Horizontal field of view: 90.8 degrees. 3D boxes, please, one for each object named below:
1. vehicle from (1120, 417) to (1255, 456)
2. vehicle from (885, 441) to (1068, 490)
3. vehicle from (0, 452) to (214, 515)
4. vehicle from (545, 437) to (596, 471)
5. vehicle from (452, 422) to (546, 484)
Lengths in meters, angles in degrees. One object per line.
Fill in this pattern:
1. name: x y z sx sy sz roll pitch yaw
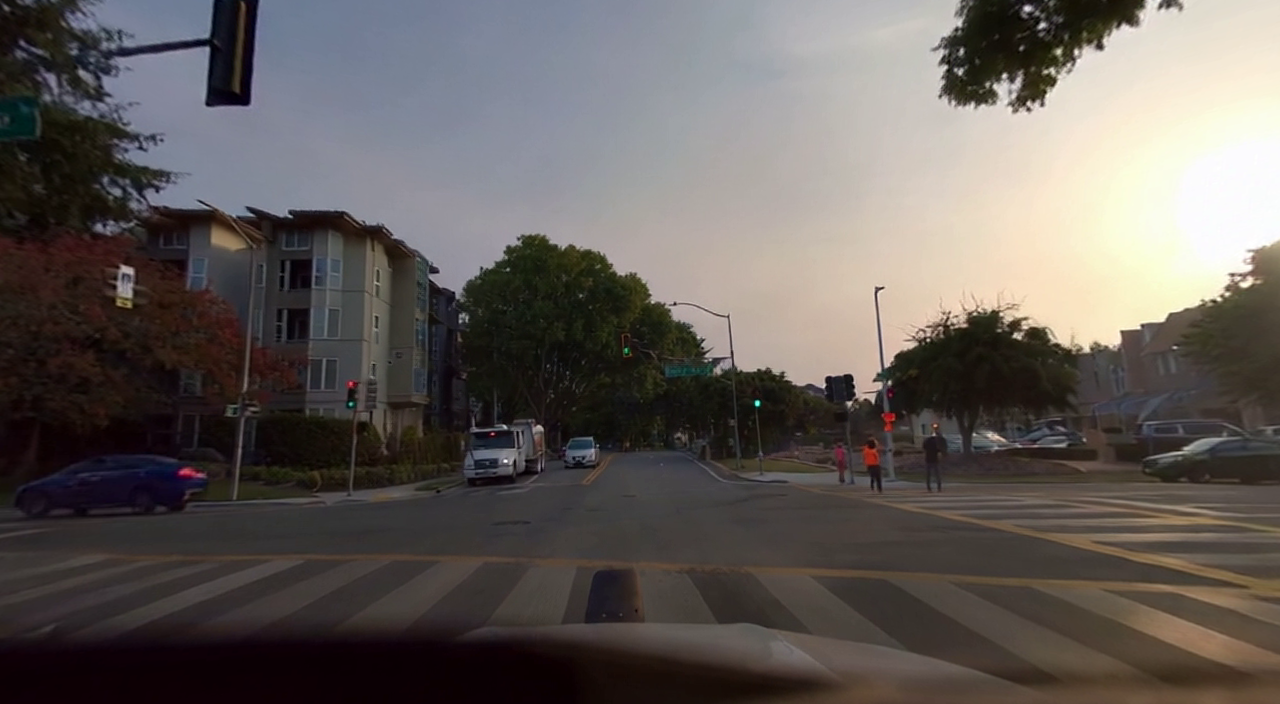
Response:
1. vehicle: 33.275 5.162 38.521 5.969 2.225 2.458 0 -9 -4
2. vehicle: 11.236 3.795 21.447 5.158 1.470 2.012 -4 -10 26
3. vehicle: -14.590 3.530 17.218 4.497 1.579 1.952 0 -9 -1
4. vehicle: -3.715 5.589 34.619 2.302 1.708 4.764 0 -9 -1
5. vehicle: -6.479 4.801 30.248 2.896 2.560 7.322 0 -9 -1
